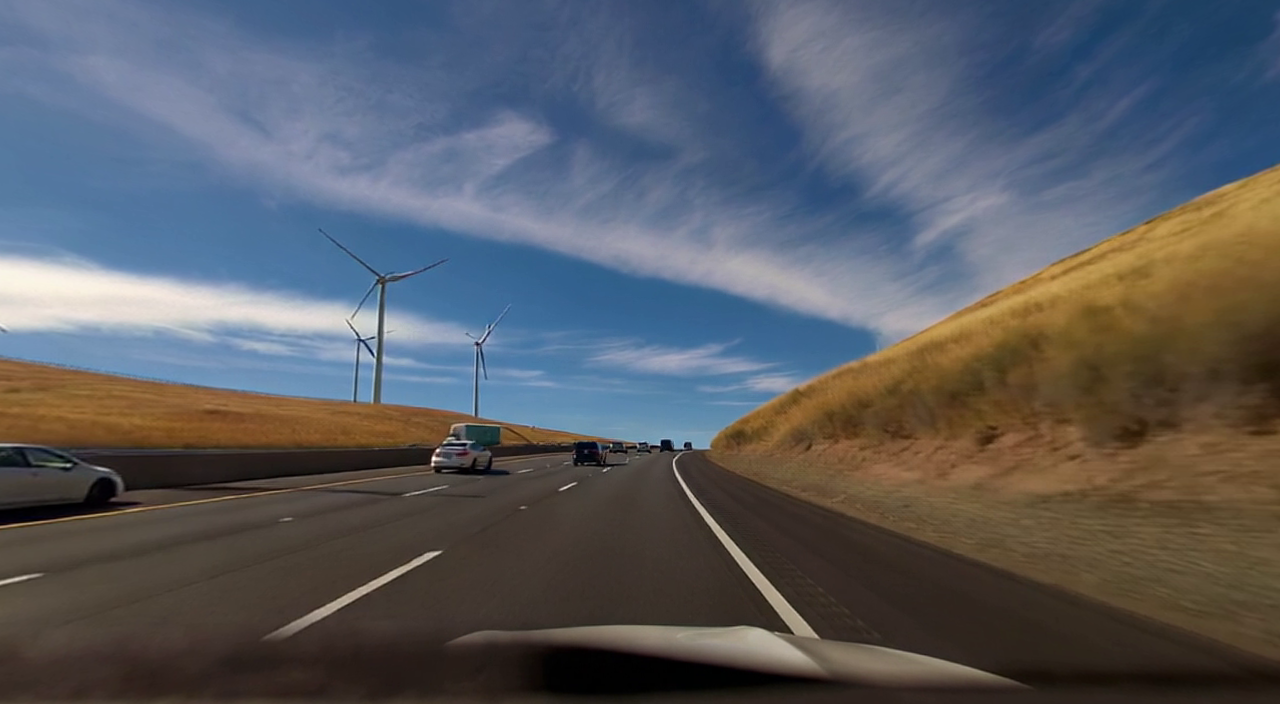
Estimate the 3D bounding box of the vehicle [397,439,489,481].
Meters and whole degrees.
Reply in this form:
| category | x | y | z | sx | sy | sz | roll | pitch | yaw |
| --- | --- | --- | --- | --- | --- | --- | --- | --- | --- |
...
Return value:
| category | x | y | z | sx | sy | sz | roll | pitch | yaw |
| --- | --- | --- | --- | --- | --- | --- | --- | --- | --- |
| vehicle | -7.779 | 4.320 | 25.438 | 2.015 | 1.537 | 4.728 | 0 | -9 | 2 |

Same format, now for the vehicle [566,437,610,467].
| category | x | y | z | sx | sy | sz | roll | pitch | yaw |
| --- | --- | --- | --- | --- | --- | --- | --- | --- | --- |
| vehicle | -3.155 | 6.212 | 39.280 | 2.118 | 1.702 | 4.355 | -1 | -9 | 4 |
